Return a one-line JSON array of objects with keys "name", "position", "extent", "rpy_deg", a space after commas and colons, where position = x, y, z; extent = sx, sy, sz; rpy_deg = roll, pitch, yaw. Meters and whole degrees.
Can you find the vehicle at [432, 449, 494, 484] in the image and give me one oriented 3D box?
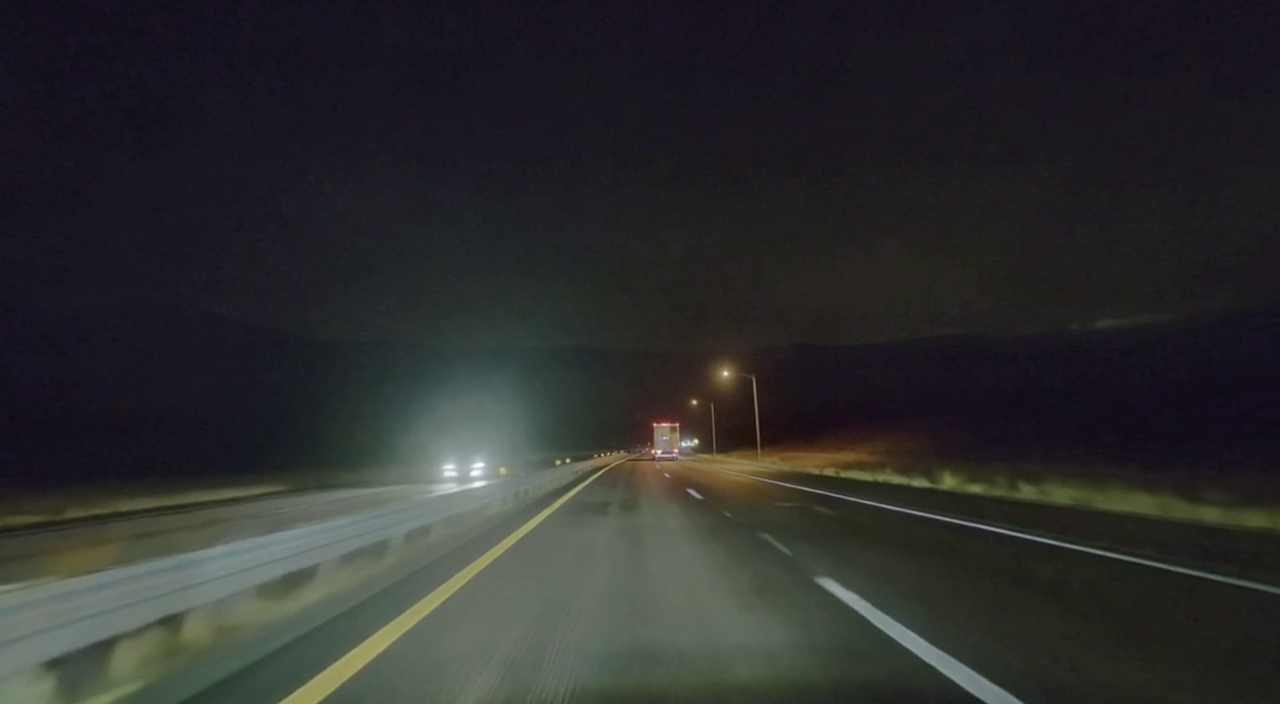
[{"name": "vehicle", "position": [-9.030, 5.853, 32.303], "extent": [1.964, 1.668, 4.267], "rpy_deg": [0, -9, -1]}]
